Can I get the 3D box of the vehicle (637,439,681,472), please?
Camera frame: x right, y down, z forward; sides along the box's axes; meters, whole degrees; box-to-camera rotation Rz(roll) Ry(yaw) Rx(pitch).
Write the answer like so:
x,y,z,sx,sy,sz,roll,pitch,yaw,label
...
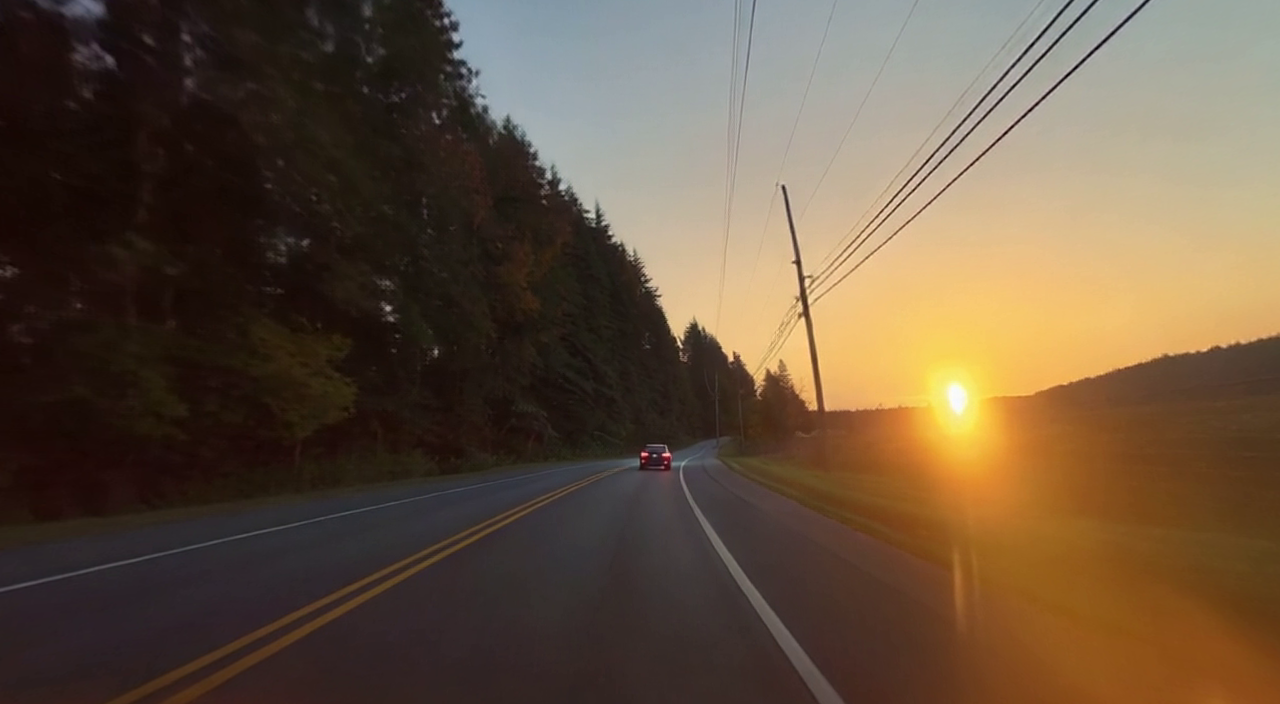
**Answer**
x,y,z,sx,sy,sz,roll,pitch,yaw,label
1.010,5.219,32.044,2.059,1.524,3.963,-1,-9,4,vehicle
